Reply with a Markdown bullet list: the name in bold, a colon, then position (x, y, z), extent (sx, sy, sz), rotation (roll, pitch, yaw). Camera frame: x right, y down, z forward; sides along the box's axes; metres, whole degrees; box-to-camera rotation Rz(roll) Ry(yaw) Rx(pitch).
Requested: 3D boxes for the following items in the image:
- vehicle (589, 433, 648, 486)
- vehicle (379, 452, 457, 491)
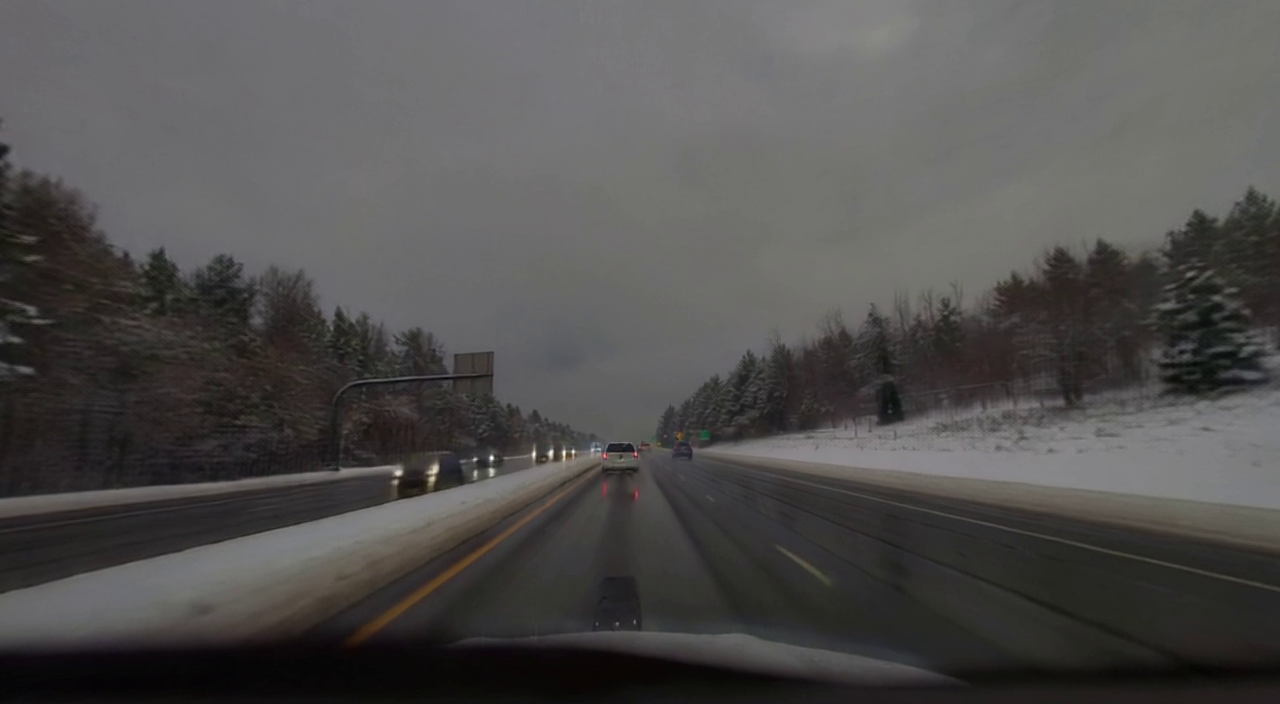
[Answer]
- **vehicle**: position (-0.706, 3.837, 22.602), extent (1.937, 1.699, 3.936), rotation (0, -9, 0)
- **vehicle**: position (-9.772, 5.256, 27.981), extent (1.917, 1.533, 4.191), rotation (-1, -9, 0)
